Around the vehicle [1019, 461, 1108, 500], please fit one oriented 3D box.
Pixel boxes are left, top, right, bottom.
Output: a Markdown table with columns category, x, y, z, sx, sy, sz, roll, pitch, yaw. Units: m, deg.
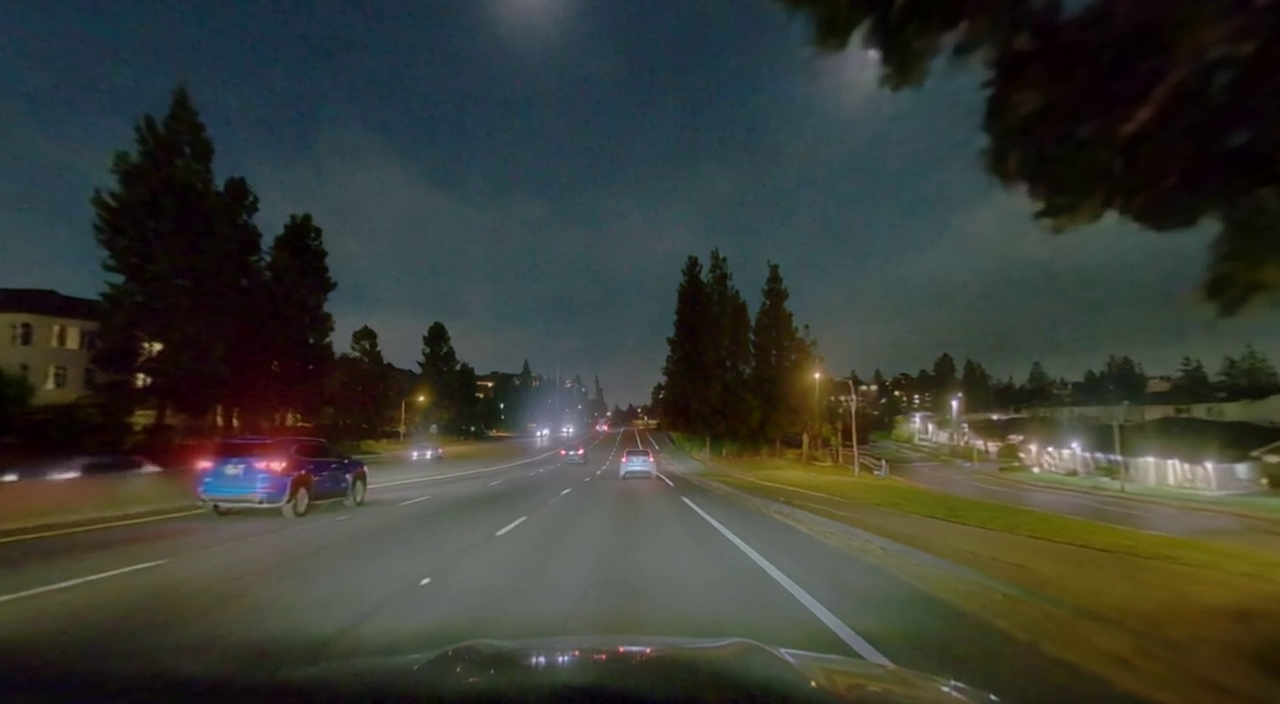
| category | x | y | z | sx | sy | sz | roll | pitch | yaw |
| --- | --- | --- | --- | --- | --- | --- | --- | --- | --- |
| vehicle | 25.965 | 7.866 | 38.932 | 1.975 | 1.950 | 4.526 | -1 | -7 | -6 |

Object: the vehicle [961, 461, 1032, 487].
| category | x | y | z | sx | sy | sz | roll | pitch | yaw |
| --- | --- | --- | --- | --- | --- | --- | --- | --- | --- |
| vehicle | 25.315 | 8.669 | 45.051 | 1.862 | 1.481 | 4.503 | 0 | -7 | -9 |

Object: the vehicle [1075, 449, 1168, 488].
| category | x | y | z | sx | sy | sz | roll | pitch | yaw |
| --- | --- | --- | --- | --- | --- | --- | --- | --- | --- |
| vehicle | 34.096 | 8.220 | 44.885 | 4.850 | 1.840 | 1.939 | 5 | 0 | 22 |

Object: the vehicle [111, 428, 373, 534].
| category | x | y | z | sx | sy | sz | roll | pitch | yaw |
| --- | --- | --- | --- | --- | --- | --- | --- | --- | --- |
| vehicle | -7.438 | 2.452 | 12.674 | 1.997 | 1.650 | 5.090 | -1 | -9 | -1 |

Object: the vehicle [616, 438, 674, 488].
| category | x | y | z | sx | sy | sz | roll | pitch | yaw |
| --- | --- | --- | --- | --- | --- | --- | --- | --- | --- |
| vehicle | 0.179 | 4.511 | 25.924 | 2.125 | 1.830 | 4.370 | -1 | -9 | 0 |
